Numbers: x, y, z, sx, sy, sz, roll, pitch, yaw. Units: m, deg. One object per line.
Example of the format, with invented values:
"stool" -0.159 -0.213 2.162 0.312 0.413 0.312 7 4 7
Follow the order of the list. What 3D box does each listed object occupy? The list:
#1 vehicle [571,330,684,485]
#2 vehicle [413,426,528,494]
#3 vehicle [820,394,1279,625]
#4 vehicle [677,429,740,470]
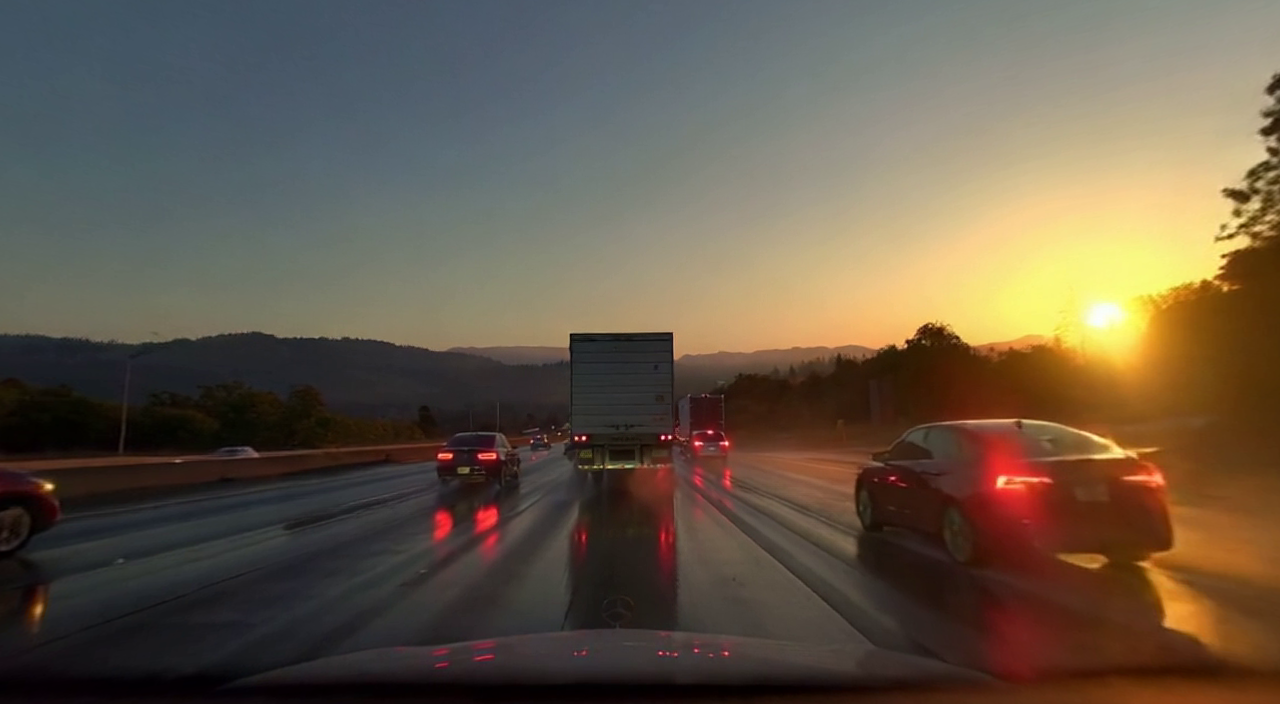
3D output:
"vehicle" -0.505 2.086 21.430 2.938 4.033 9.980 0 -8 -2
"vehicle" -4.123 2.670 15.945 1.882 1.493 3.828 0 -8 -1
"vehicle" 3.458 1.333 6.353 1.945 1.529 4.129 0 -8 -2
"vehicle" 2.708 3.968 25.831 1.976 1.513 4.065 0 -8 -2
